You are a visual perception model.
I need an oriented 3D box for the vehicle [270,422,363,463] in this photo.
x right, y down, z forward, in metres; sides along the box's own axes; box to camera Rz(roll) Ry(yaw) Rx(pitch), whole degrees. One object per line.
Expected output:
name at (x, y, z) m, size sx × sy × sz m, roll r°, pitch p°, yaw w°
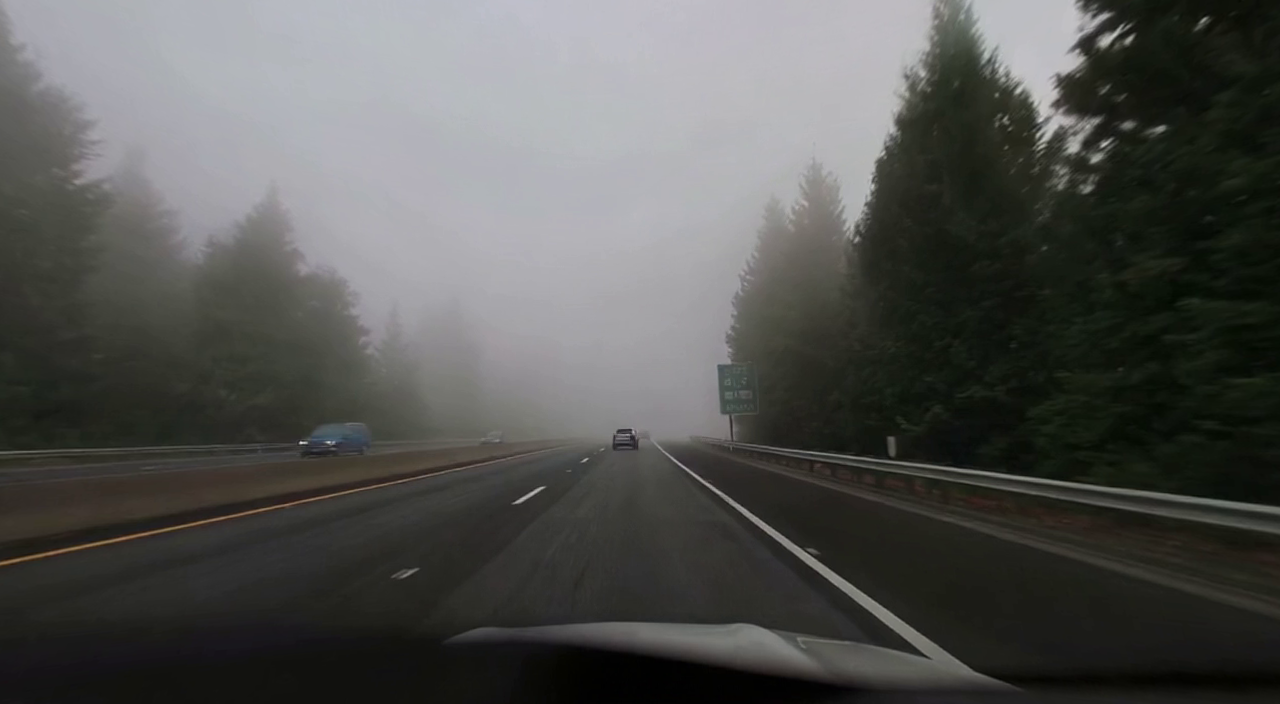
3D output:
vehicle at (-16.047, 4.523, 31.596) m, size 2.030 × 1.866 × 4.818 m, roll 0°, pitch -8°, yaw 1°

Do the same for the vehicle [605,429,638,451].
vehicle at (-1.289, 6.452, 46.178) m, size 2.051 × 1.529 × 4.303 m, roll -1°, pitch -8°, yaw 3°
